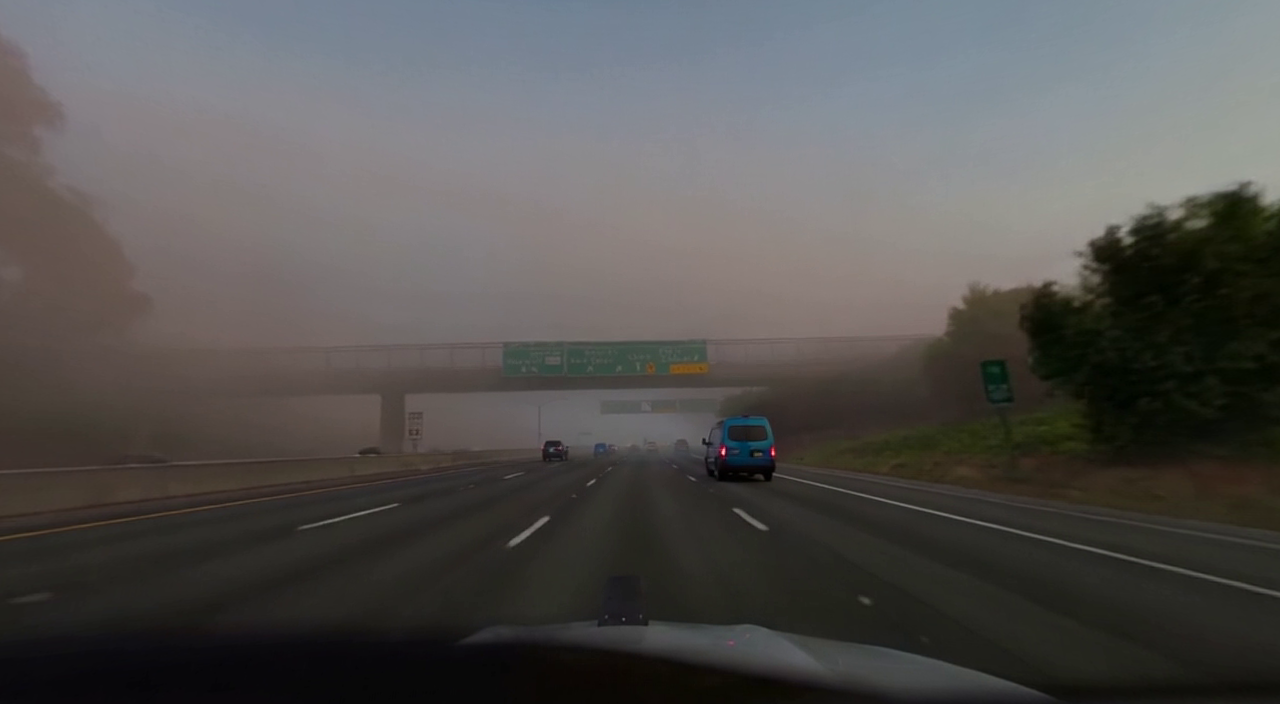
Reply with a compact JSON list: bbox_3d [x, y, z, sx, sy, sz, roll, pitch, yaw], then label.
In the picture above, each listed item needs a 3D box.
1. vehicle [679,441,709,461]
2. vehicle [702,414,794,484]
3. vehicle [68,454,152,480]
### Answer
[{"bbox_3d":[4.121,7.673,48.892,1.883,1.456,4.044,0,-8,-1],"label":"vehicle"},{"bbox_3d":[3.759,3.551,23.203,2.347,2.234,5.352,0,-8,-1],"label":"vehicle"},{"bbox_3d":[-37.697,8.183,45.003,1.918,1.642,4.657,0,-8,0],"label":"vehicle"}]
